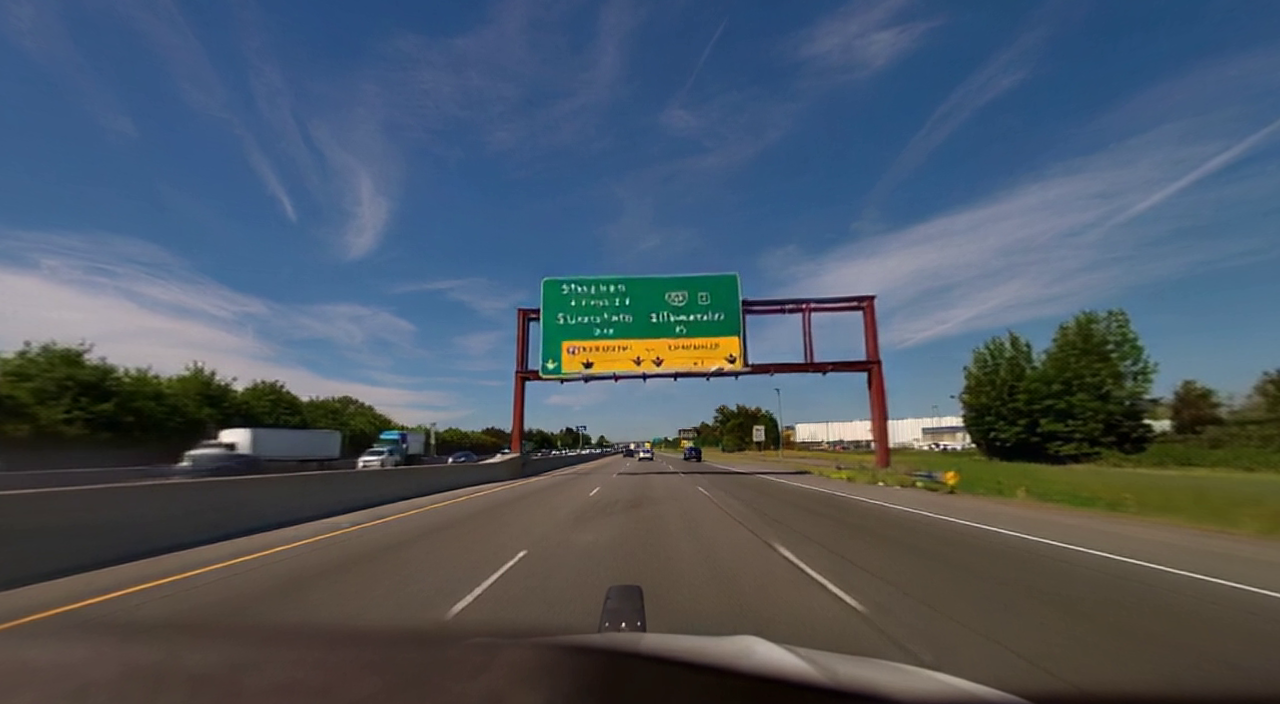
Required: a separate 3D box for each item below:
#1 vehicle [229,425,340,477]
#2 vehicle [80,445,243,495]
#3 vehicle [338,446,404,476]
[{"bbox_3d":[-19.957,5.639,35.837,2.556,2.662,6.115,-1,-9,2],"label":"vehicle"},{"bbox_3d":[-16.280,4.028,21.848,1.903,1.504,4.720,-1,-9,1],"label":"vehicle"},{"bbox_3d":[-15.729,6.392,37.121,1.881,1.593,4.370,0,-9,1],"label":"vehicle"}]
